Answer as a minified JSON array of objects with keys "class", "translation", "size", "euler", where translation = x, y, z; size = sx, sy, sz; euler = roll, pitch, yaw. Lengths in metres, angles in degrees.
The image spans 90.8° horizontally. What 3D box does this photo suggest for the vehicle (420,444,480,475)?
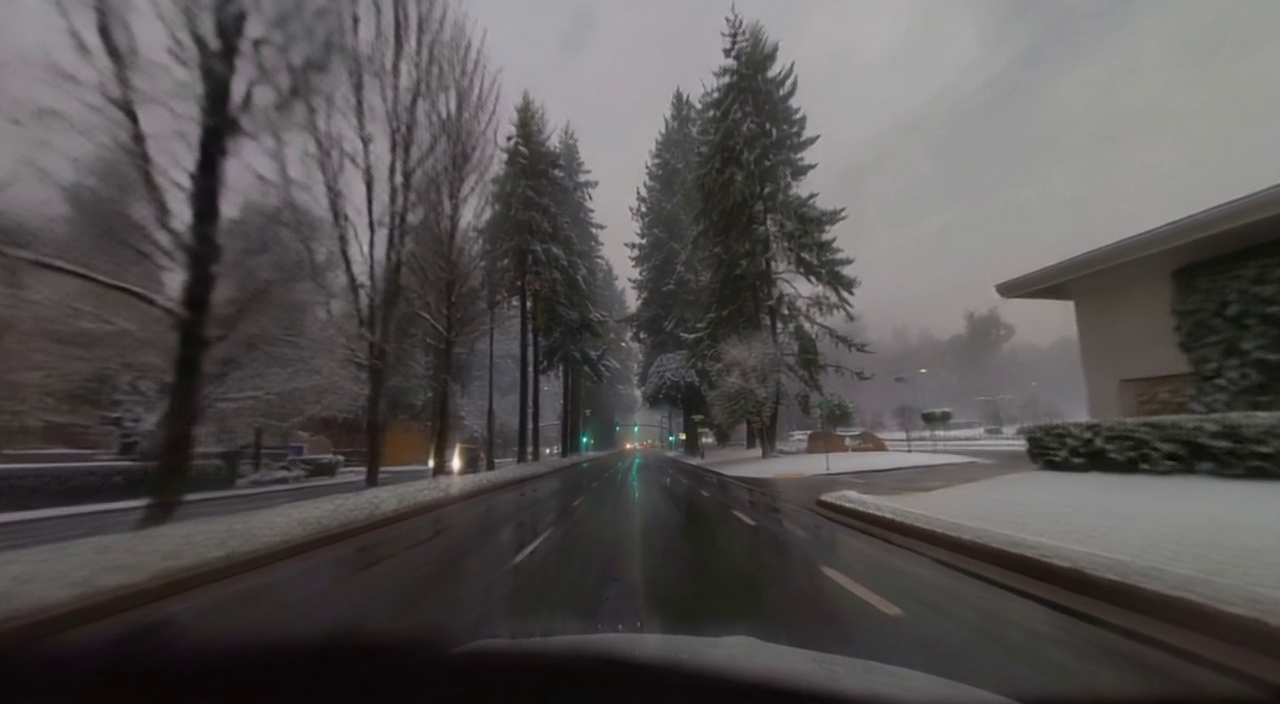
[{"class":"vehicle","translation":[-13.560,7.686,45.519],"size":[2.505,2.059,5.803],"euler":[0,-8,0]}]
